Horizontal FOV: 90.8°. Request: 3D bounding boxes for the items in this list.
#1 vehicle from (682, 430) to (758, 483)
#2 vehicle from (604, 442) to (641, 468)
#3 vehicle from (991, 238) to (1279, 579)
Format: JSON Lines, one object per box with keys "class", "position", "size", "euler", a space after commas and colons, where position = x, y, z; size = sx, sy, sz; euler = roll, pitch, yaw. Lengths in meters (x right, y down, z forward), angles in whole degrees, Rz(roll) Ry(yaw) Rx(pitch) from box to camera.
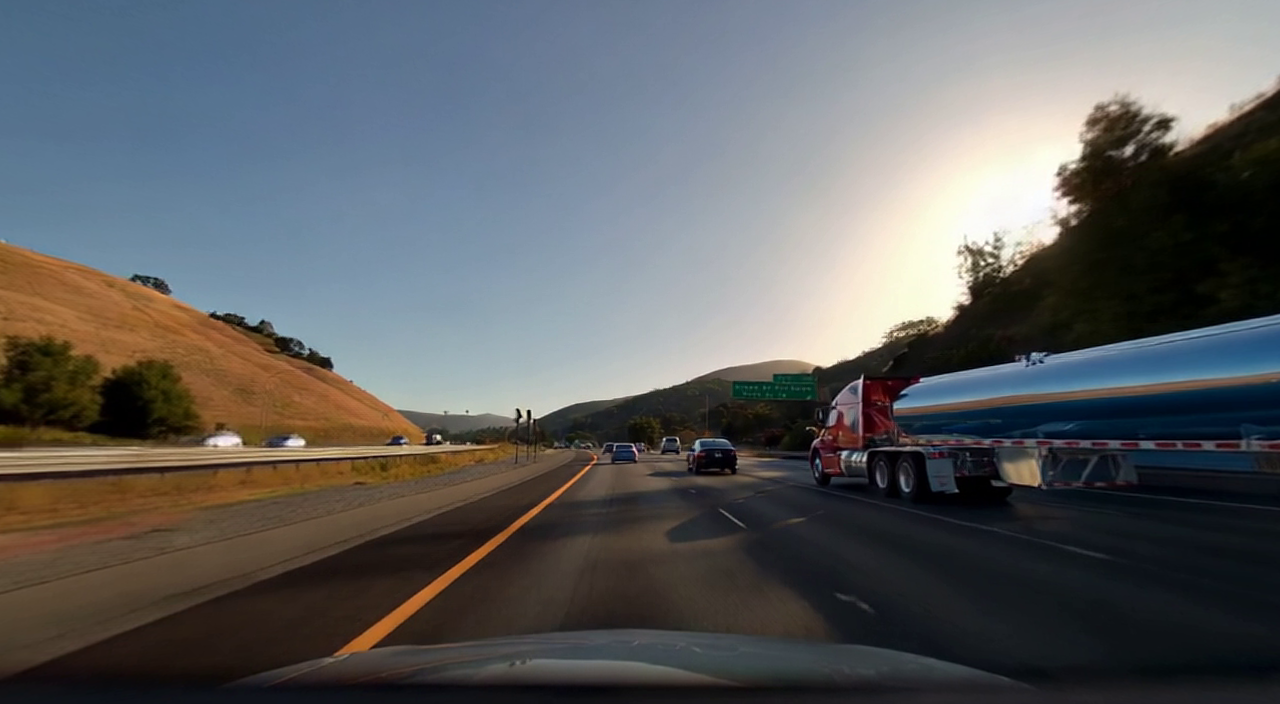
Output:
{"class": "vehicle", "position": [2.871, 3.902, 23.846], "size": [2.098, 1.794, 4.561], "euler": [0, -9, -2]}
{"class": "vehicle", "position": [-1.088, 6.100, 37.529], "size": [2.083, 1.477, 3.965], "euler": [0, -9, -3]}
{"class": "vehicle", "position": [7.499, 0.502, 5.813], "size": [2.805, 3.212, 9.978], "euler": [0, -9, 0]}
